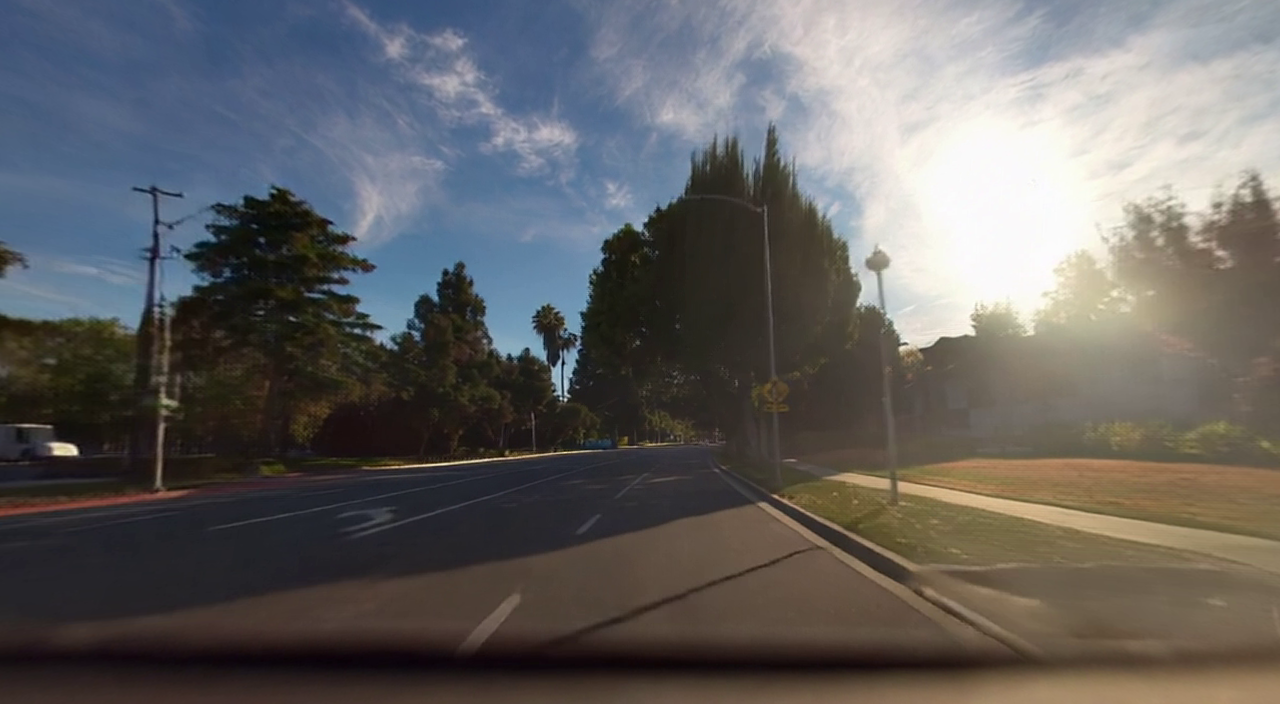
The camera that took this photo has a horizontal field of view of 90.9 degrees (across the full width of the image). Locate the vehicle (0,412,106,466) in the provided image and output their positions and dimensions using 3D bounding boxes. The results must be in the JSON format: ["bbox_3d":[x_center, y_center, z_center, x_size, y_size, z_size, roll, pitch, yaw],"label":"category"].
[{"bbox_3d":[-42.268,5.833,41.989,2.875,3.424,10.833,-2,-9,7],"label":"vehicle"}]
